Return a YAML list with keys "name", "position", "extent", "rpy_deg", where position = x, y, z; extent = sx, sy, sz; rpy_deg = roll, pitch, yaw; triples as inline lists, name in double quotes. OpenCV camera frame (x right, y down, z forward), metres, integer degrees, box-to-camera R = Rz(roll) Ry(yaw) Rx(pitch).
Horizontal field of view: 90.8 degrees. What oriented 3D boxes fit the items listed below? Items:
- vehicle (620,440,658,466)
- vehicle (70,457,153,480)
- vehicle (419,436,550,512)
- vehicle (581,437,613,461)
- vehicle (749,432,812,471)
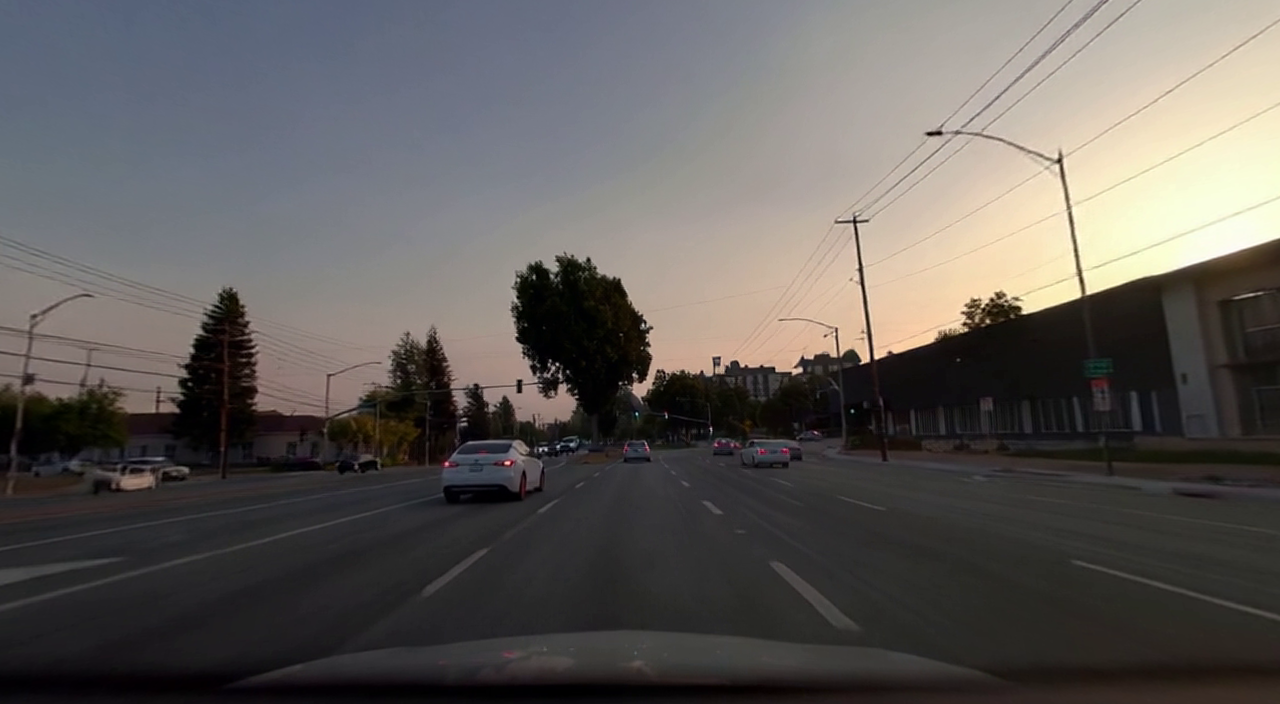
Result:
- name: "vehicle"
  position: [-0.078, 5.925, 37.085]
  extent: [2.098, 1.431, 3.958]
  rpy_deg: [0, -8, 0]
- name: "vehicle"
  position: [-40.132, 8.824, 48.019]
  extent: [4.488, 1.463, 1.905]
  rpy_deg: [-2, -8, -5]
- name: "vehicle"
  position: [-3.320, 2.681, 14.434]
  extent: [1.837, 1.463, 4.311]
  rpy_deg: [0, -8, 1]
- name: "vehicle"
  position: [-3.250, 7.462, 48.724]
  extent: [2.033, 1.714, 4.278]
  rpy_deg: [0, -8, 1]
- name: "vehicle"
  position: [6.588, 4.699, 30.097]
  extent: [1.945, 1.706, 4.190]
  rpy_deg: [0, -8, -2]
